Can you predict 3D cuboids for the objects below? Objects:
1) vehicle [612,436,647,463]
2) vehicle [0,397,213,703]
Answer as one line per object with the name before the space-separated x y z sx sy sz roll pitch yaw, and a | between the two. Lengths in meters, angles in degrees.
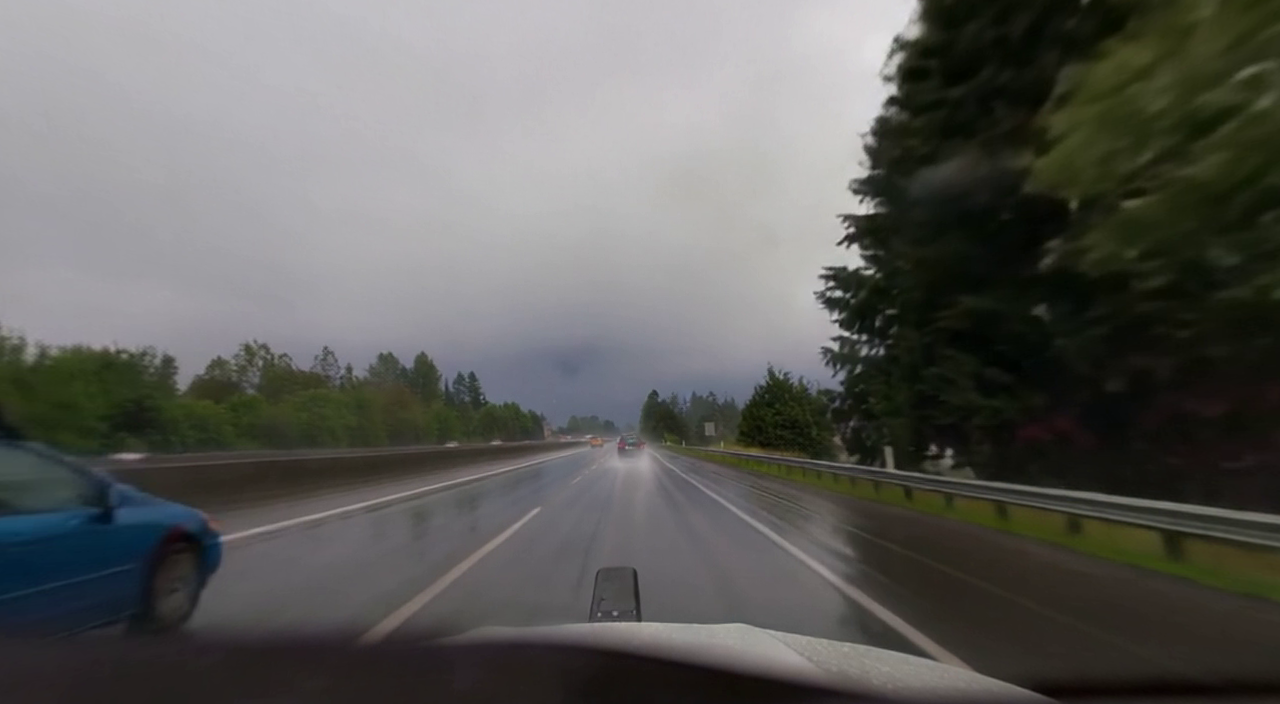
vehicle | -0.691 6.177 40.088 2.151 1.618 3.898 0 -8 -2
vehicle | -4.359 0.921 2.442 2.189 1.580 4.607 0 -8 0
